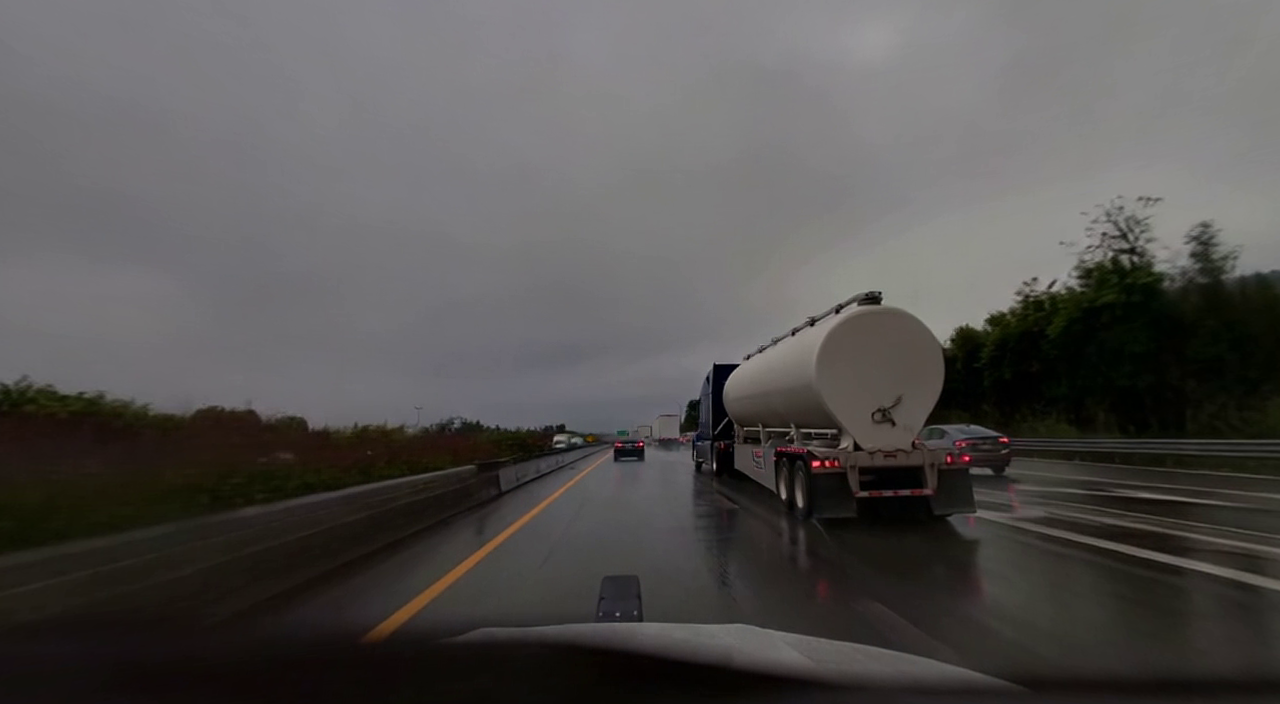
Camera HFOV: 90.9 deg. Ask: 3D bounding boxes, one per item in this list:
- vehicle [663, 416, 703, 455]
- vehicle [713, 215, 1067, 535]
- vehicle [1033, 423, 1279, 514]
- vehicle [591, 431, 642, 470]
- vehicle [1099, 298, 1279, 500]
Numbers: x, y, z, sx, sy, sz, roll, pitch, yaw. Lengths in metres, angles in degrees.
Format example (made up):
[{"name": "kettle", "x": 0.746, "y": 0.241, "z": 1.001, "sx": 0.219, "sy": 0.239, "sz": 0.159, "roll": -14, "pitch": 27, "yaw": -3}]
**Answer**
[{"name": "vehicle", "x": 3.211, "y": 6.368, "z": 48.159, "sx": 2.475, "sy": 2.782, "sz": 4.986, "roll": 0, "pitch": -8, "yaw": -3}, {"name": "vehicle", "x": 3.532, "y": 0.847, "z": 12.294, "sx": 2.826, "sy": 3.905, "sz": 9.262, "roll": 0, "pitch": -8, "yaw": -2}, {"name": "vehicle", "x": 9.865, "y": 2.174, "z": 12.297, "sx": 1.739, "sy": 1.471, "sz": 3.889, "roll": 0, "pitch": -8, "yaw": -2}, {"name": "vehicle", "x": -0.951, "y": 4.117, "z": 26.510, "sx": 2.000, "sy": 1.510, "sz": 3.518, "roll": 0, "pitch": -8, "yaw": -1}, {"name": "vehicle", "x": 14.644, "y": 0.893, "z": 12.518, "sx": 2.878, "sy": 4.124, "sz": 10.050, "roll": 0, "pitch": -8, "yaw": -4}]
